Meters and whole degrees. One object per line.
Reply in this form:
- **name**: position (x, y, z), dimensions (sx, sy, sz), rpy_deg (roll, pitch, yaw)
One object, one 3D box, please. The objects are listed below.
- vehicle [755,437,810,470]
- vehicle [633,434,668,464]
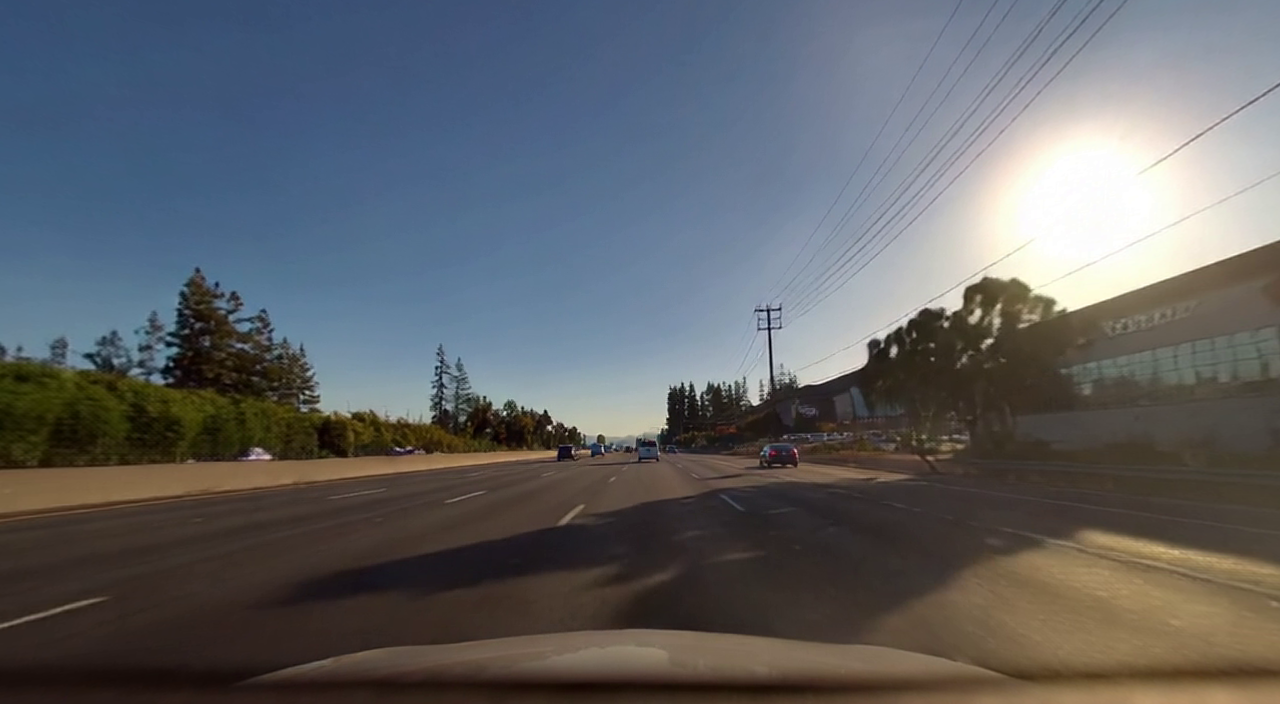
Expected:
- **vehicle**: position (7.675, 5.520, 34.424), dimensions (1.937, 1.698, 4.322), rpy_deg (0, -8, -1)
- **vehicle**: position (0.793, 7.624, 49.733), dimensions (2.622, 2.208, 5.320), rpy_deg (0, -8, 0)
